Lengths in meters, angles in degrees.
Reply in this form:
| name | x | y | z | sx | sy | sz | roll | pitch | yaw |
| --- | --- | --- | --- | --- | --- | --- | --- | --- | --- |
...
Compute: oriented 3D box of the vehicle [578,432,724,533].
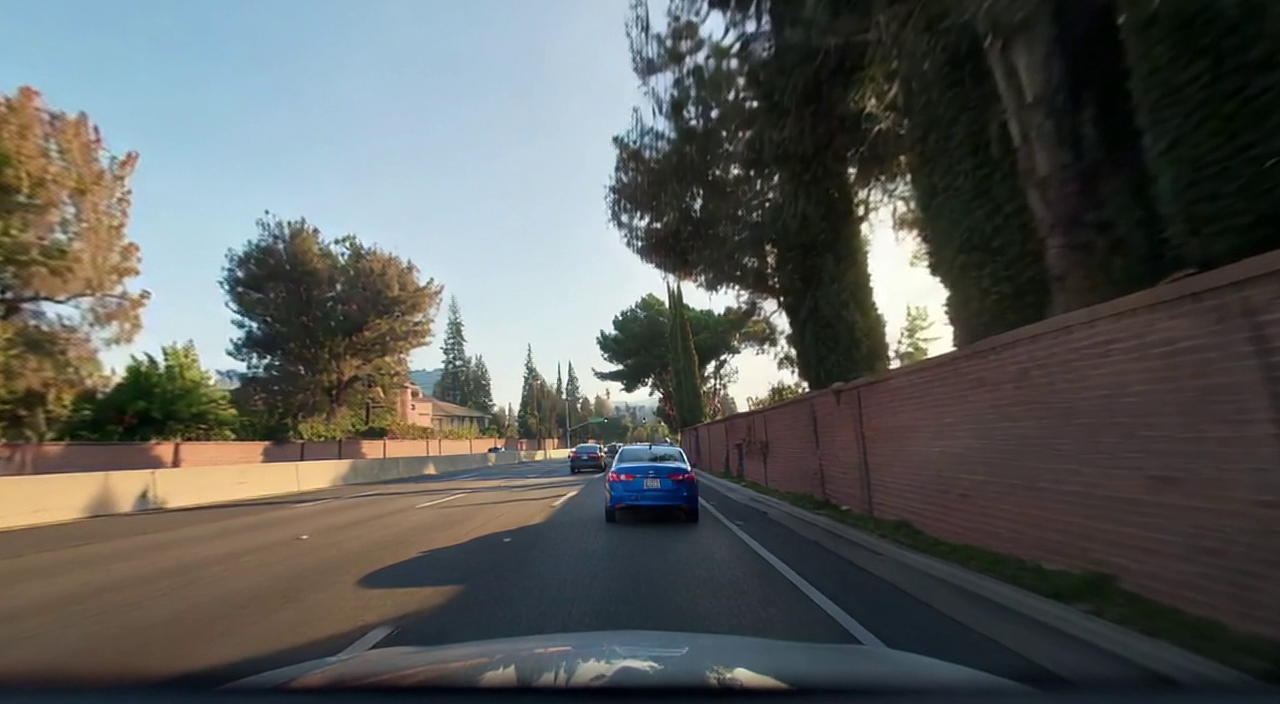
| name | x | y | z | sx | sy | sz | roll | pitch | yaw |
| --- | --- | --- | --- | --- | --- | --- | --- | --- | --- |
| vehicle | 0.147 | 2.303 | 11.792 | 2.205 | 1.509 | 4.272 | 0 | -8 | -1 |
